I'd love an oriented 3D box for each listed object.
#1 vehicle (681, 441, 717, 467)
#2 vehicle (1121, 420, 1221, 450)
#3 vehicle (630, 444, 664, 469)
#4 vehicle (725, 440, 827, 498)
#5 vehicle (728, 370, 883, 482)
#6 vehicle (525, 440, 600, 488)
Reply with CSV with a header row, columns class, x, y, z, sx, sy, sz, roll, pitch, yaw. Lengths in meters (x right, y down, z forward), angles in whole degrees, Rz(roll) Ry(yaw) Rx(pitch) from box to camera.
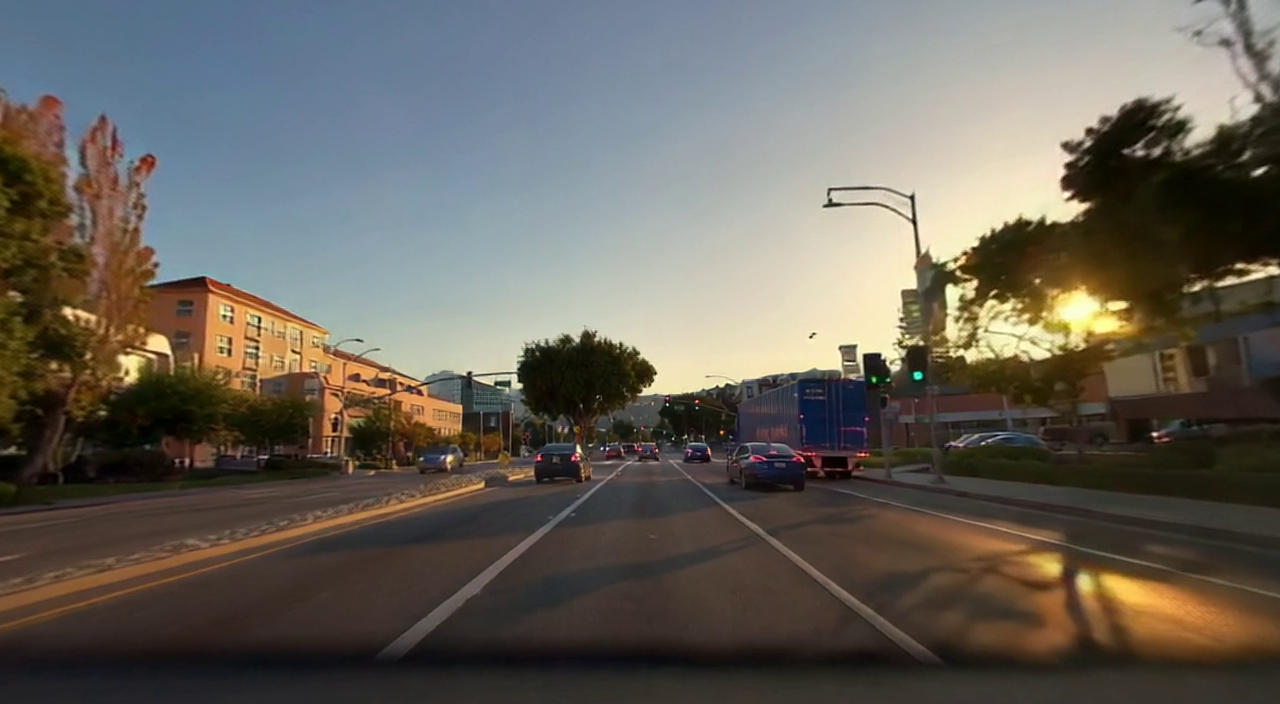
class,x,y,z,sx,sy,sz,roll,pitch,yaw
vehicle,3.915,6.879,42.661,2.050,1.683,3.990,0,-8,0
vehicle,36.390,5.707,43.269,5.045,1.644,1.906,-3,-8,-2
vehicle,0.403,6.678,40.419,2.020,1.461,4.326,0,-8,-1
vehicle,3.782,3.308,18.302,1.972,1.452,4.189,0,-8,-1
vehicle,7.568,4.113,32.950,3.383,4.268,17.469,0,-8,0
vehicle,-2.639,3.948,22.630,2.003,1.509,4.396,-1,-8,2
